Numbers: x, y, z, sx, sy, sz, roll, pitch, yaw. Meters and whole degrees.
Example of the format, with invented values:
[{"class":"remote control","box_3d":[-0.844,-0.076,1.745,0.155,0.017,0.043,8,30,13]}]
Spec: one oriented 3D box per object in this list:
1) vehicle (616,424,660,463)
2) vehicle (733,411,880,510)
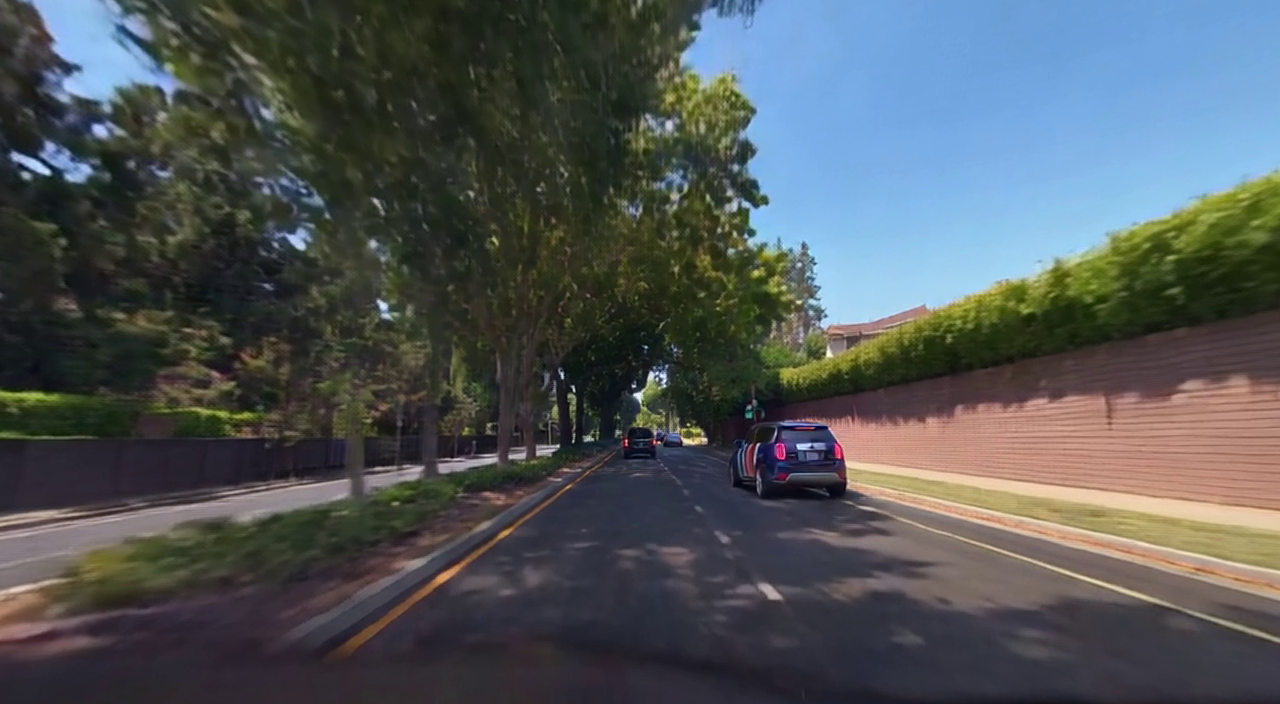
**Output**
[{"class":"vehicle","box_3d":[-0.113,4.402,30.313,1.984,1.777,3.148,0,-8,-1]},{"class":"vehicle","box_3d":[3.211,2.197,13.108,1.840,1.709,4.202,0,-8,-1]}]
